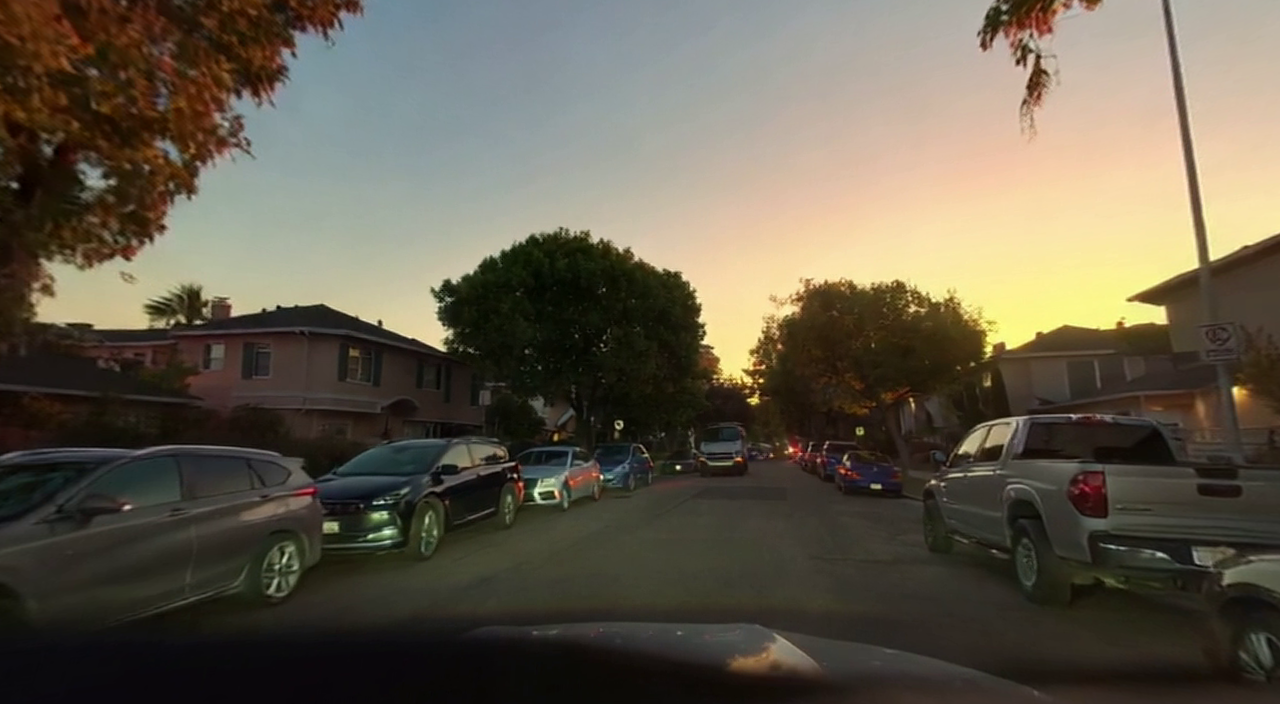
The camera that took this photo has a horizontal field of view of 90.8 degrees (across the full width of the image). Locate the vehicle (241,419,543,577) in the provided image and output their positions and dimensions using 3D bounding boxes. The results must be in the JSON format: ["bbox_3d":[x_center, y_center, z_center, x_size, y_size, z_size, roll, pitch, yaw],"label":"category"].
[{"bbox_3d":[-3.380,2.091,10.058,2.203,1.815,4.972,-1,-8,8],"label":"vehicle"}]

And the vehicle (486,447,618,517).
[{"bbox_3d":[-2.013,3.175,16.162,1.861,1.474,4.749,-2,-9,11],"label":"vehicle"}]

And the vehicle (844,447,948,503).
[{"bbox_3d":[7.543,3.608,19.088,1.813,1.468,4.267,-1,-8,7],"label":"vehicle"}]

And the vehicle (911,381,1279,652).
[{"bbox_3d":[4.787,1.508,6.911,2.182,1.900,4.779,-1,-8,9],"label":"vehicle"}]

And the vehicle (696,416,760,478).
[{"bbox_3d":[4.763,4.950,33.171,2.716,2.887,6.781,-2,-8,13],"label":"vehicle"}]

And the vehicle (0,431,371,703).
[{"bbox_3d":[-4.242,1.401,4.866,1.855,1.510,4.406,-1,-8,9],"label":"vehicle"}]

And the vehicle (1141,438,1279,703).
[{"bbox_3d":[3.903,0.951,1.693,1.992,1.456,4.610,-2,-8,11],"label":"vehicle"}]
